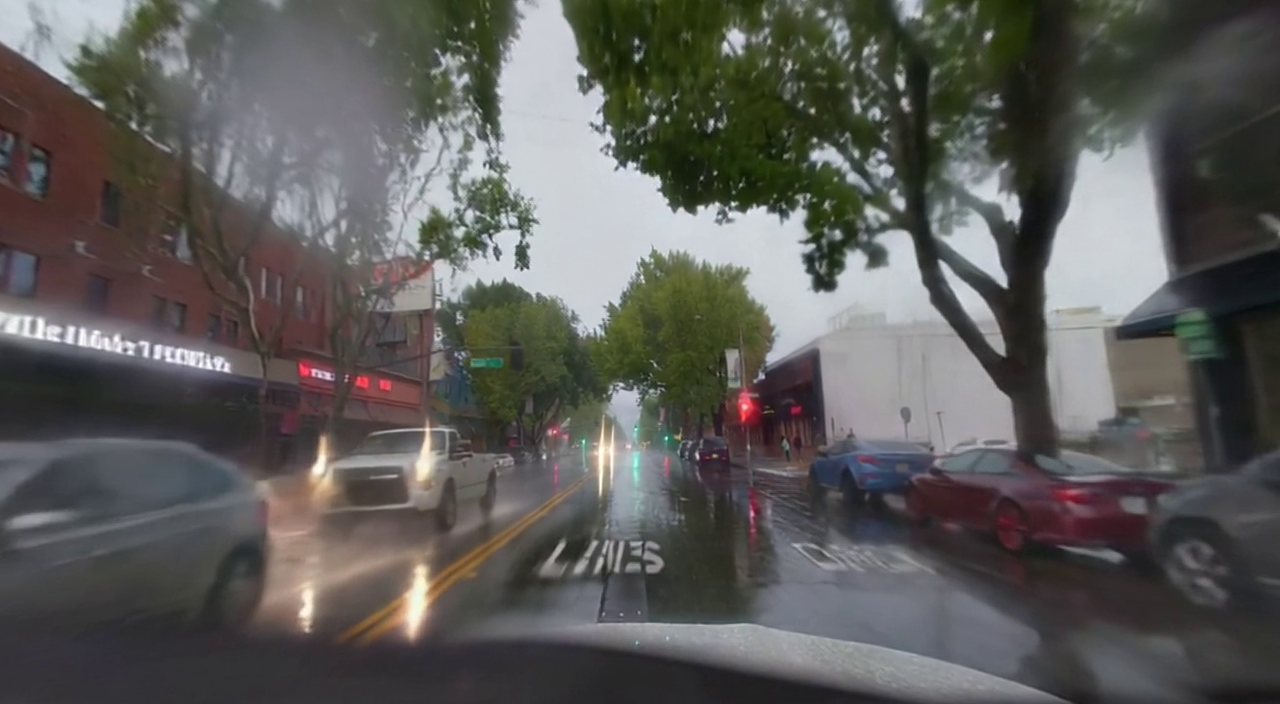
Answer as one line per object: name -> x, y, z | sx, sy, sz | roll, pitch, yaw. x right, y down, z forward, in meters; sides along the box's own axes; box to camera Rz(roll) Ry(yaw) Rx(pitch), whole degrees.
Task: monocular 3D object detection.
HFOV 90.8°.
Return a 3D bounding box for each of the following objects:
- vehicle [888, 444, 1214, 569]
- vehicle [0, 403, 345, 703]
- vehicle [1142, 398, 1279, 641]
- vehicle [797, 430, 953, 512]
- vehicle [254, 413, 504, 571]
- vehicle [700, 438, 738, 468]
vehicle -> 5.886, 2.207, 10.017 | 1.910, 1.471, 4.758 | 0, -8, -1
vehicle -> -3.123, 0.977, 2.288 | 2.013, 1.527, 4.335 | 0, -8, 0
vehicle -> 5.821, 1.057, 3.484 | 2.116, 1.780, 4.682 | 0, -8, -2
vehicle -> 5.882, 3.031, 16.647 | 2.150, 1.805, 4.870 | 0, -8, -1
vehicle -> -3.455, 1.926, 9.514 | 2.028, 1.764, 4.503 | 0, -8, -3
vehicle -> 5.631, 7.222, 45.435 | 2.010, 1.943, 4.319 | -2, -9, -1
